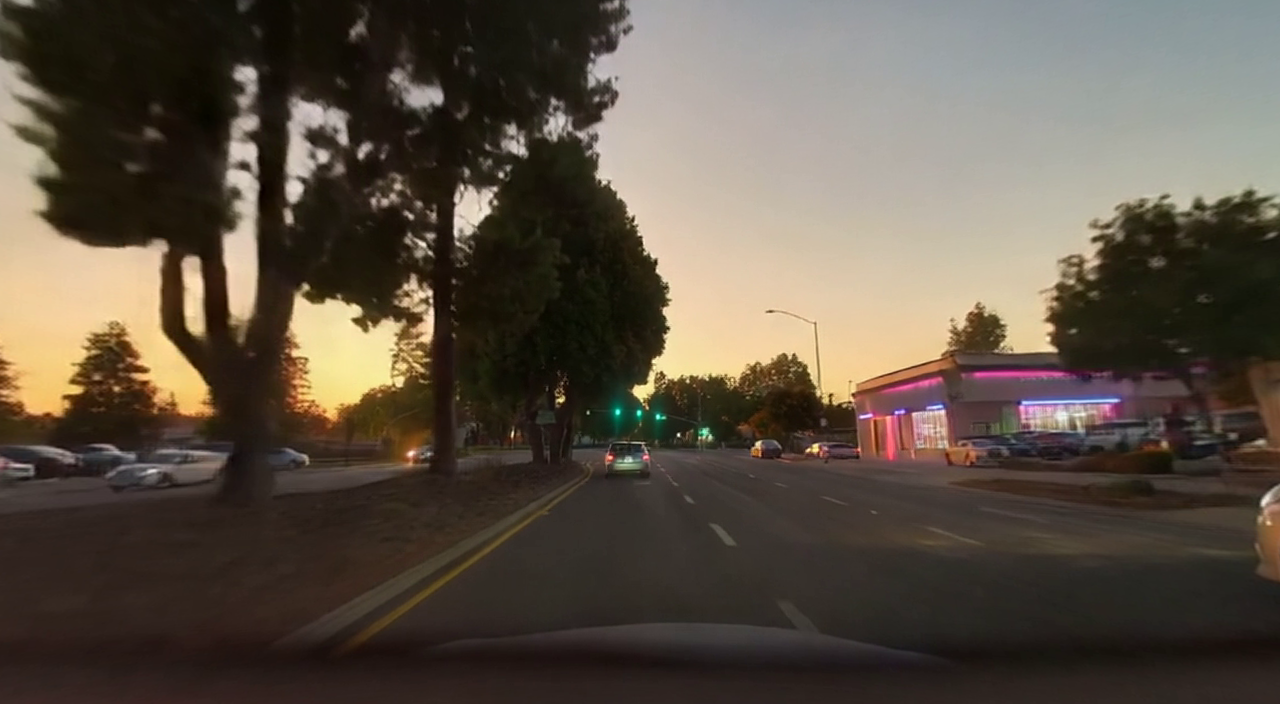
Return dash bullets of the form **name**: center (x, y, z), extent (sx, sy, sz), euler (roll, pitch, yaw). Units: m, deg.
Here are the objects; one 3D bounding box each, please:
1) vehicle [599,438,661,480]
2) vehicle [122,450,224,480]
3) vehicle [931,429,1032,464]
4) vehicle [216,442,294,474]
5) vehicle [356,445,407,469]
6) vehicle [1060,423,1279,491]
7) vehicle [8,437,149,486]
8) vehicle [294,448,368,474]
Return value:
- **vehicle**: center (-0.398, 4.070, 24.325), extent (2.185, 1.473, 3.925), euler (0, -8, -2)
- **vehicle**: center (-24.771, 5.972, 33.752), extent (1.893, 1.451, 4.809), euler (0, -8, -2)
- **vehicle**: center (18.729, 5.234, 35.061), extent (2.253, 1.771, 5.722), euler (0, -8, -2)
- **vehicle**: center (-24.301, 6.683, 40.104), extent (1.985, 1.821, 4.774), euler (0, -8, 0)
- **vehicle**: center (-19.294, 7.787, 47.288), extent (1.896, 1.620, 4.542), euler (-2, -8, 0)
- **vehicle**: center (15.939, 3.193, 19.476), extent (2.377, 1.783, 5.145), euler (0, -8, 0)
- **vehicle**: center (-24.711, 4.811, 28.123), extent (2.003, 1.958, 4.810), euler (0, -8, -4)
- **vehicle**: center (-19.423, 6.829, 39.969), extent (2.083, 1.481, 5.103), euler (0, -8, 0)
